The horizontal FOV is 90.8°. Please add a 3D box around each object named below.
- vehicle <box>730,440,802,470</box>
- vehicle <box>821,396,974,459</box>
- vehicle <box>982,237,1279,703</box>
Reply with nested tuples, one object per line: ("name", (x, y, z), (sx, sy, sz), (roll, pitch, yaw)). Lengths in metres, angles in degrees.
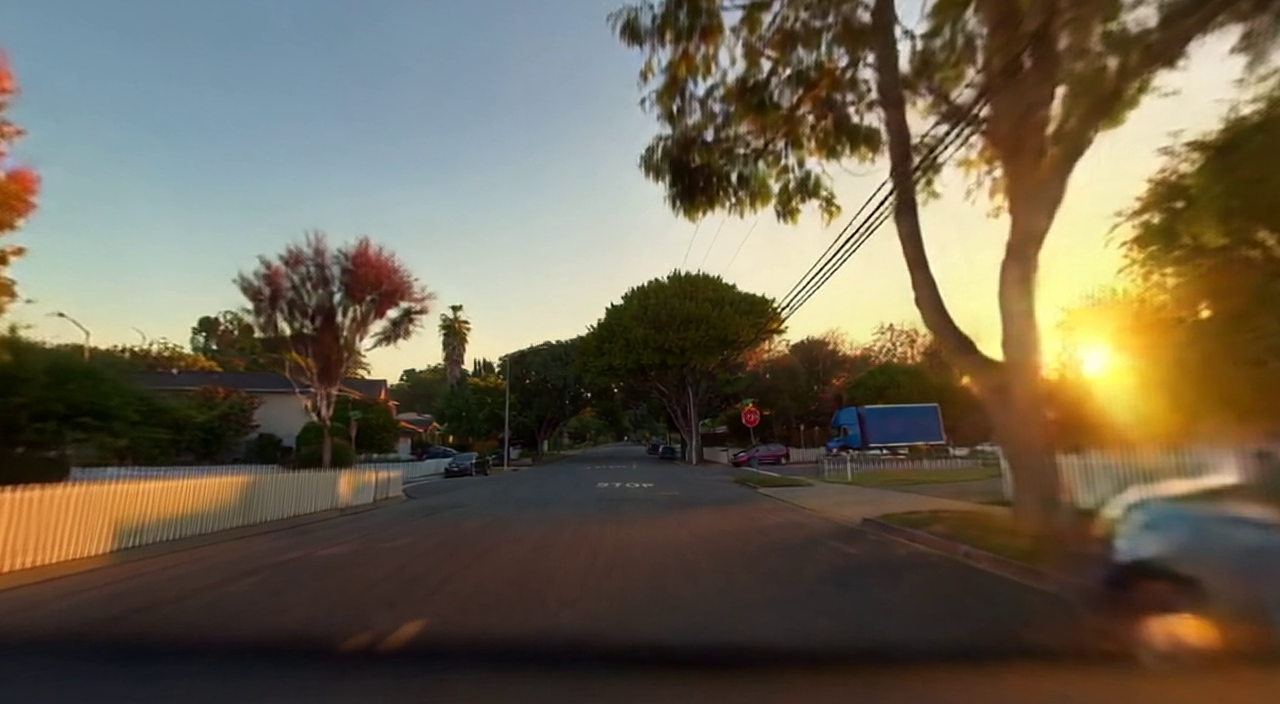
("vehicle", (7.530, 6.191, 38.123), (3.867, 1.710, 2.107), (0, -9, -1))
("vehicle", (15.225, 4.599, 37.909), (7.759, 3.523, 2.930), (-1, -9, 0))
("vehicle", (2.700, 0.445, 0.509), (2.126, 1.795, 4.751), (0, -9, 0))
